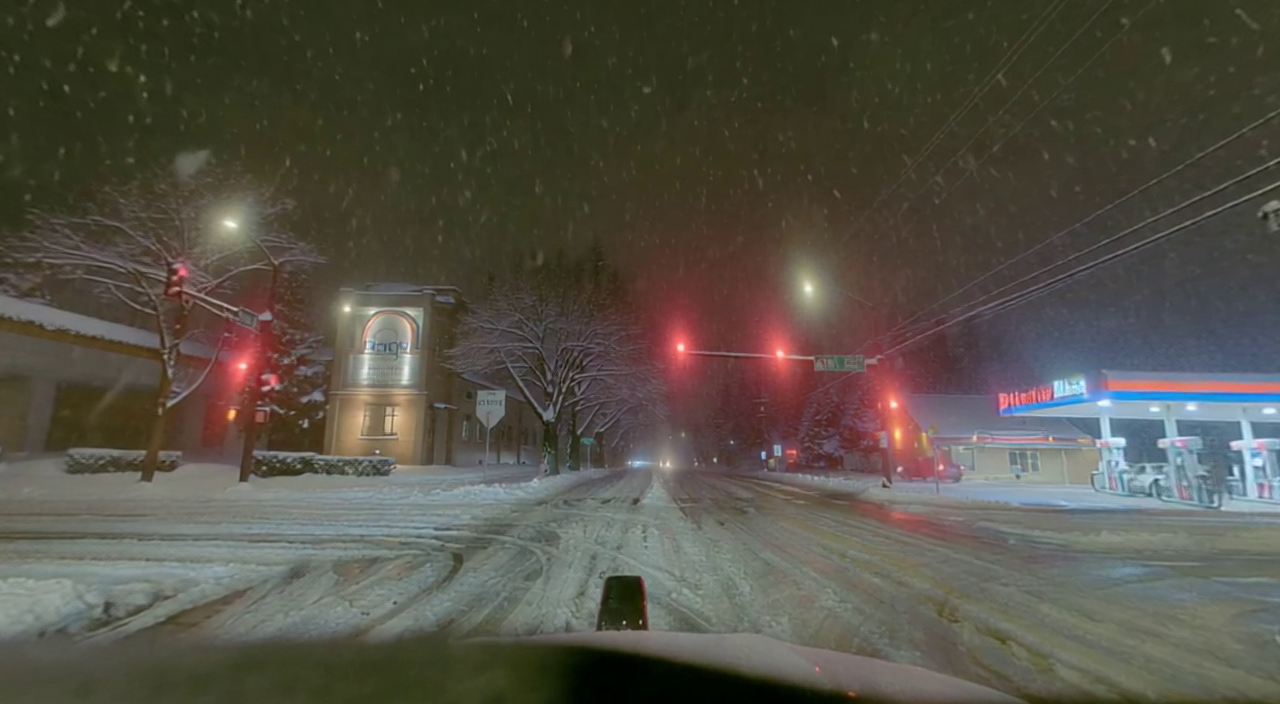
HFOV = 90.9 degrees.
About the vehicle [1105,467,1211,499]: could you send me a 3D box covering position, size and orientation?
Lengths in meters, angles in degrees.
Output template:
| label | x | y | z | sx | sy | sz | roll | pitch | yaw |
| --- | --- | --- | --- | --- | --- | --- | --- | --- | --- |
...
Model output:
| label | x | y | z | sx | sy | sz | roll | pitch | yaw |
| --- | --- | --- | --- | --- | --- | --- | --- | --- | --- |
| vehicle | 28.034 | 7.071 | 34.319 | 1.897 | 1.466 | 4.211 | 1 | -8 | -6 |
